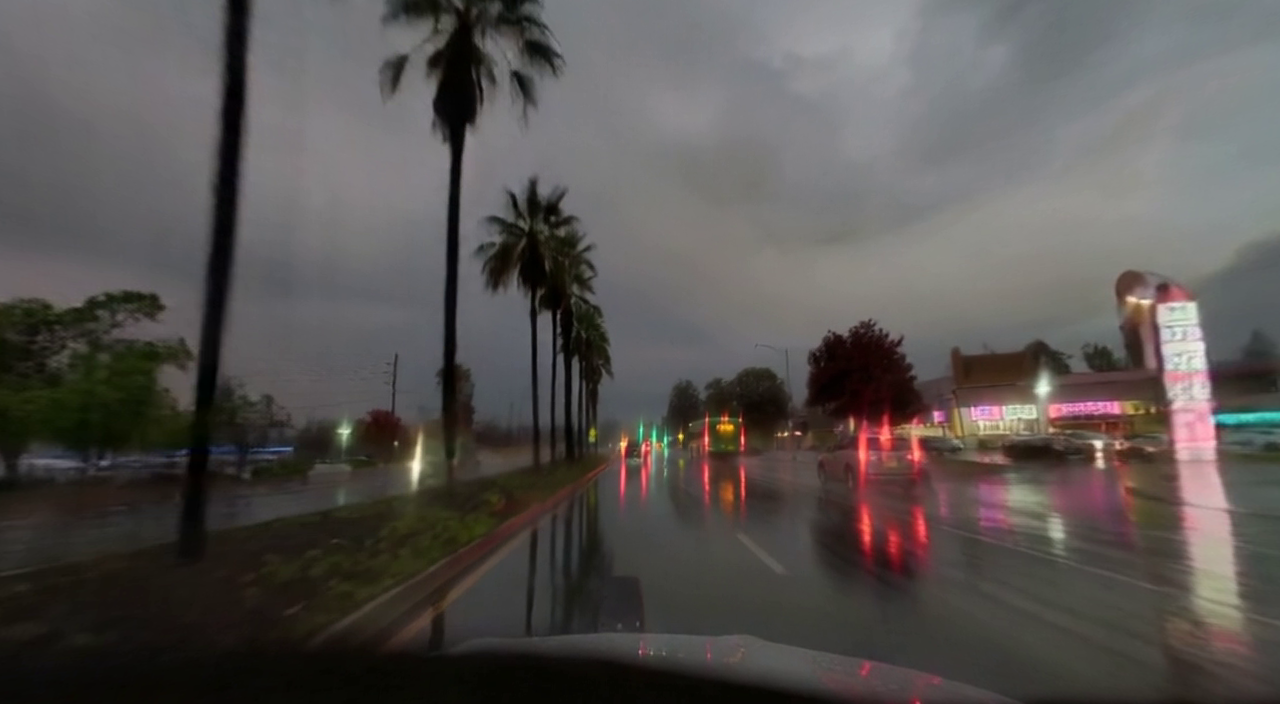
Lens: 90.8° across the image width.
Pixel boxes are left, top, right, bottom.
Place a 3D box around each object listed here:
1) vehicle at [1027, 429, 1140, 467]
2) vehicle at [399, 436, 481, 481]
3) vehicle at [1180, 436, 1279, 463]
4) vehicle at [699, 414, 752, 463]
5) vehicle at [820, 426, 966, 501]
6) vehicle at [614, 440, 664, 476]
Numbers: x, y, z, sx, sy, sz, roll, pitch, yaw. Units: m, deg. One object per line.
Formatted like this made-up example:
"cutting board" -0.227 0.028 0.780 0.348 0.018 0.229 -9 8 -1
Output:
"vehicle" 23.575 5.088 33.674 4.595 1.845 1.919 0 -8 -5
"vehicle" -8.872 4.769 28.521 2.106 1.817 4.847 0 -9 0
"vehicle" 36.030 6.037 38.734 1.818 1.451 4.263 -2 -10 -5
"vehicle" 6.503 6.838 49.494 2.795 3.383 9.287 0 -9 -1
"vehicle" 6.319 2.834 16.405 2.031 1.670 4.154 0 -9 -1
"vehicle" -0.042 4.743 28.573 2.065 1.477 4.306 0 -9 0
